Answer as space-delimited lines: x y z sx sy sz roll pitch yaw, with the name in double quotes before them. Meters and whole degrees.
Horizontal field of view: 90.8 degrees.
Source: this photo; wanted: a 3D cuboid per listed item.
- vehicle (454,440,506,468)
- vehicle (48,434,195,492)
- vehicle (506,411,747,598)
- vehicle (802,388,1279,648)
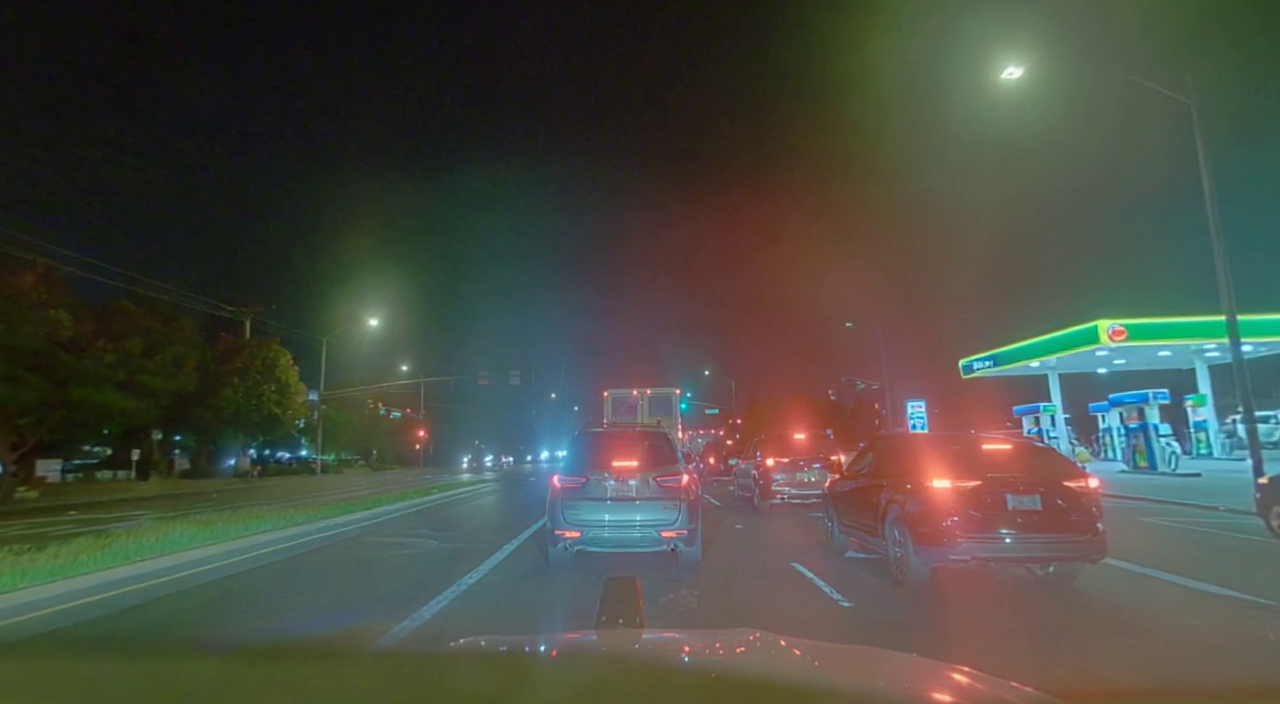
"vehicle" -10.934 7.007 43.647 2.190 1.778 5.033 -1 -9 1
"vehicle" -26.960 5.774 33.293 2.571 2.711 6.027 0 -9 0
"vehicle" -0.155 1.614 7.464 2.106 1.613 3.697 0 -9 -1
"vehicle" 3.361 1.421 6.472 2.056 1.700 4.399 0 -9 -2
